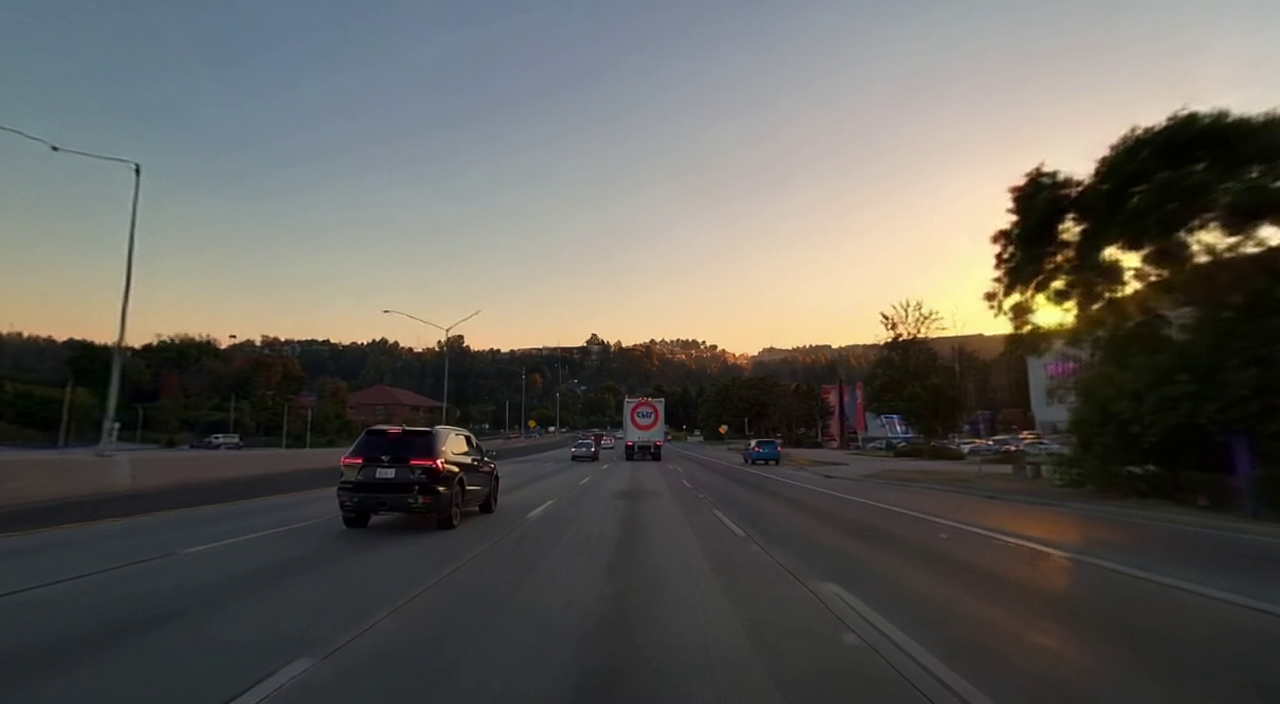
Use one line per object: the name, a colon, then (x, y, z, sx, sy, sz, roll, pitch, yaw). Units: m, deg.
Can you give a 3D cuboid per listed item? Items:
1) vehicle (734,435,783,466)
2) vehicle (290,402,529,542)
vehicle: (6.816, 5.729, 36.566, 1.958, 1.681, 4.109, 0, -9, -1)
vehicle: (-3.471, 1.942, 10.772, 2.178, 1.826, 4.933, 0, -9, 0)
